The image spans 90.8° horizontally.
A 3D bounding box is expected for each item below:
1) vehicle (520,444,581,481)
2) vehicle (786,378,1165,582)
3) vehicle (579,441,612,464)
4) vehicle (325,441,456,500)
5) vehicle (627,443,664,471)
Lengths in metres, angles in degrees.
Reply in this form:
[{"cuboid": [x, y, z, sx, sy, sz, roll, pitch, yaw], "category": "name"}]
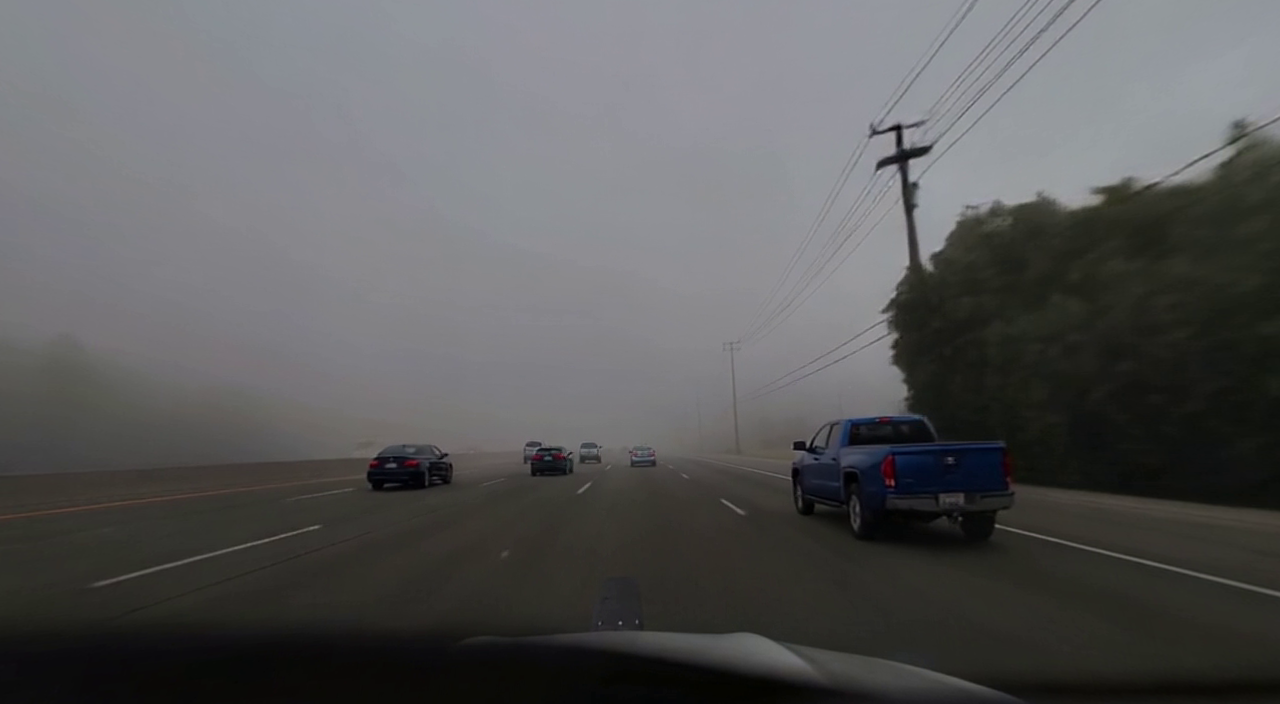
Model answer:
[{"cuboid": [-3.713, 4.665, 26.930, 1.938, 1.444, 4.206, 0, -8, 0], "category": "vehicle"}, {"cuboid": [3.779, 1.583, 8.599, 2.231, 1.919, 5.086, 0, -8, -1], "category": "vehicle"}, {"cuboid": [-3.444, 7.864, 49.568, 2.244, 1.752, 4.439, 0, -8, 0], "category": "vehicle"}, {"cuboid": [-7.166, 3.432, 18.799, 1.959, 1.496, 4.740, 0, -8, 0], "category": "vehicle"}, {"cuboid": [0.296, 5.994, 36.216, 2.030, 1.471, 4.115, 0, -8, 0], "category": "vehicle"}]
